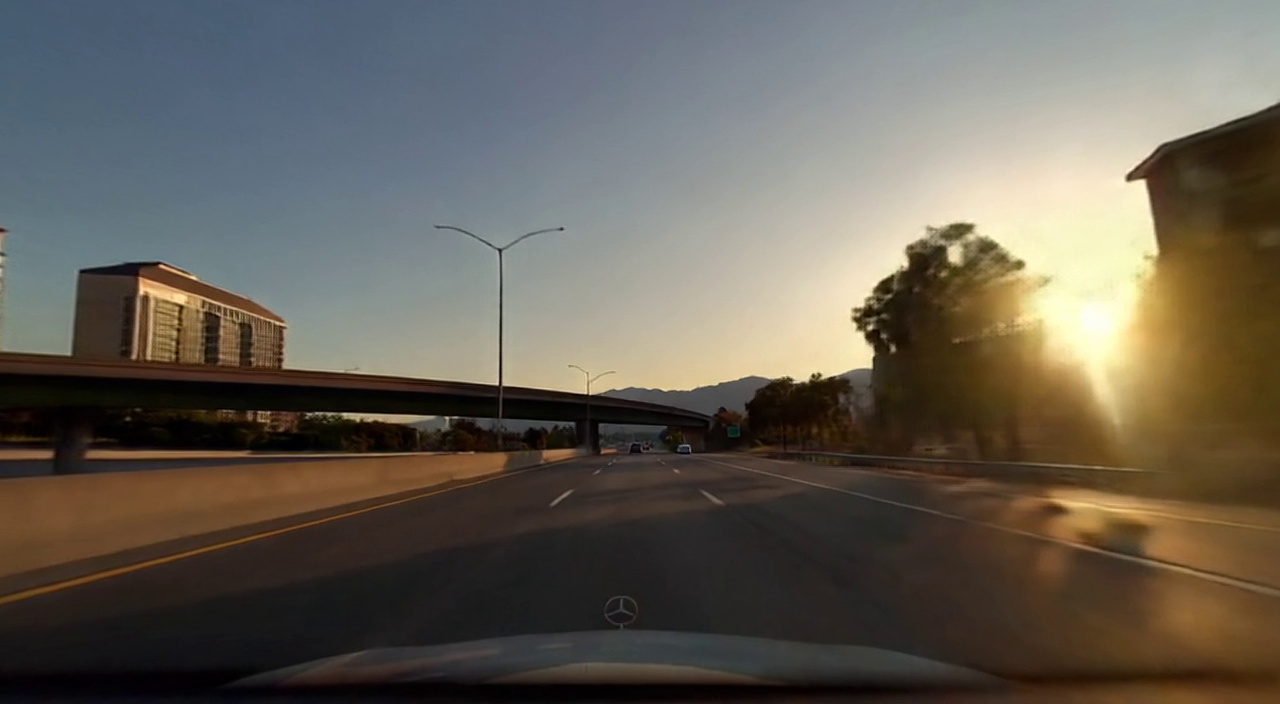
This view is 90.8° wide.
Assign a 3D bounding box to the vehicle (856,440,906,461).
[{"bbox_3d":[18.750,7.669,49.373,2.059,1.457,4.537,-1,-8,-1],"label":"vehicle"}]
